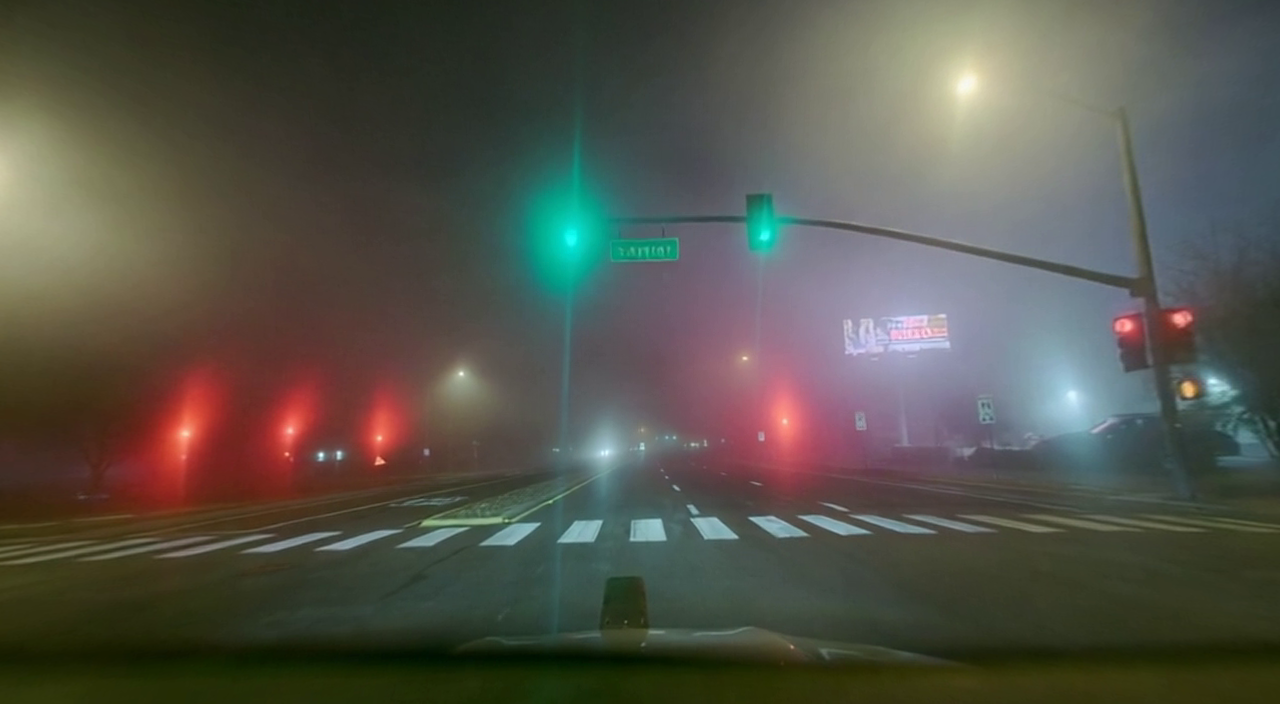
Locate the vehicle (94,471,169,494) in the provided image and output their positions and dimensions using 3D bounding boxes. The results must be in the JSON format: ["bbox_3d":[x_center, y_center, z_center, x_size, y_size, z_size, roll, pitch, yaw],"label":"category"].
[{"bbox_3d":[-37.310,9.570,46.387,1.736,1.399,4.271,-1,-8,4],"label":"vehicle"}]
